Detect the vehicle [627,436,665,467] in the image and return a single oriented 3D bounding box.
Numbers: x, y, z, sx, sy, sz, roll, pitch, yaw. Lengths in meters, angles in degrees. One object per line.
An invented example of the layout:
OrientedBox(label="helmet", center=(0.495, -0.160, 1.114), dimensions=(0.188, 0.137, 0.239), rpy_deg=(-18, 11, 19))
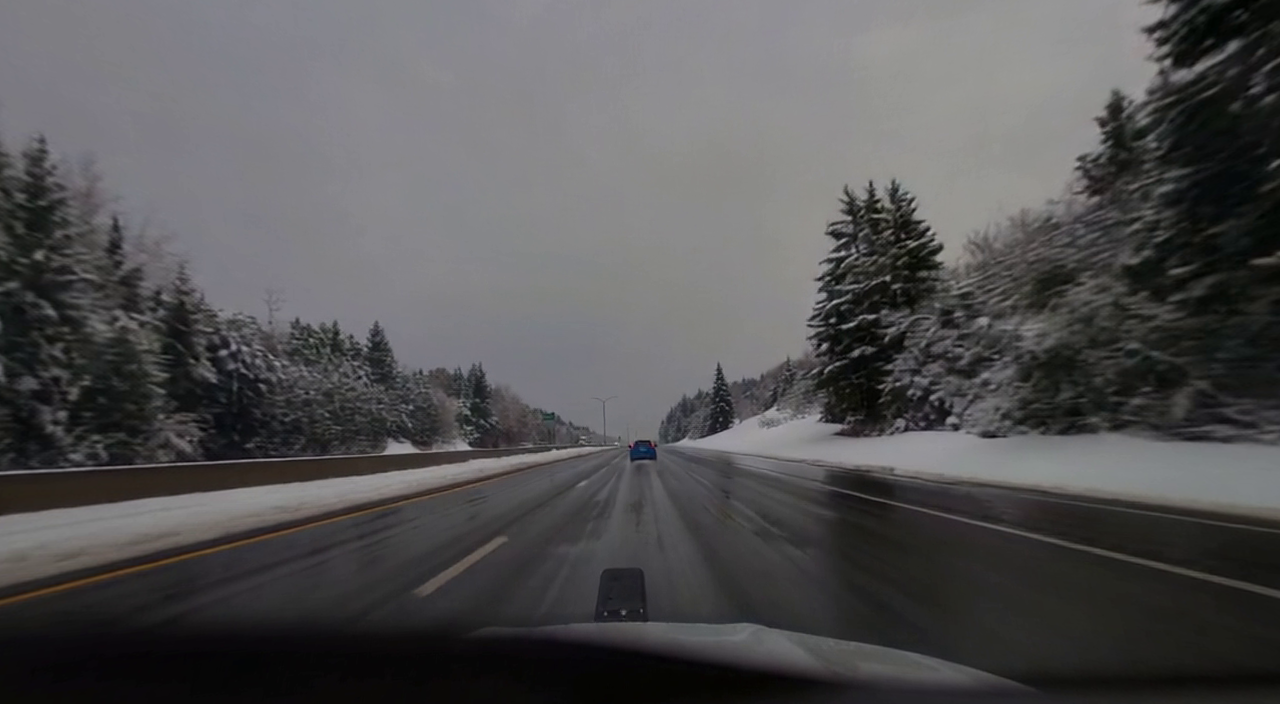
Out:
OrientedBox(label="vehicle", center=(0.347, 6.313, 40.187), dimensions=(2.247, 1.825, 4.036), rpy_deg=(-1, -9, 0))
